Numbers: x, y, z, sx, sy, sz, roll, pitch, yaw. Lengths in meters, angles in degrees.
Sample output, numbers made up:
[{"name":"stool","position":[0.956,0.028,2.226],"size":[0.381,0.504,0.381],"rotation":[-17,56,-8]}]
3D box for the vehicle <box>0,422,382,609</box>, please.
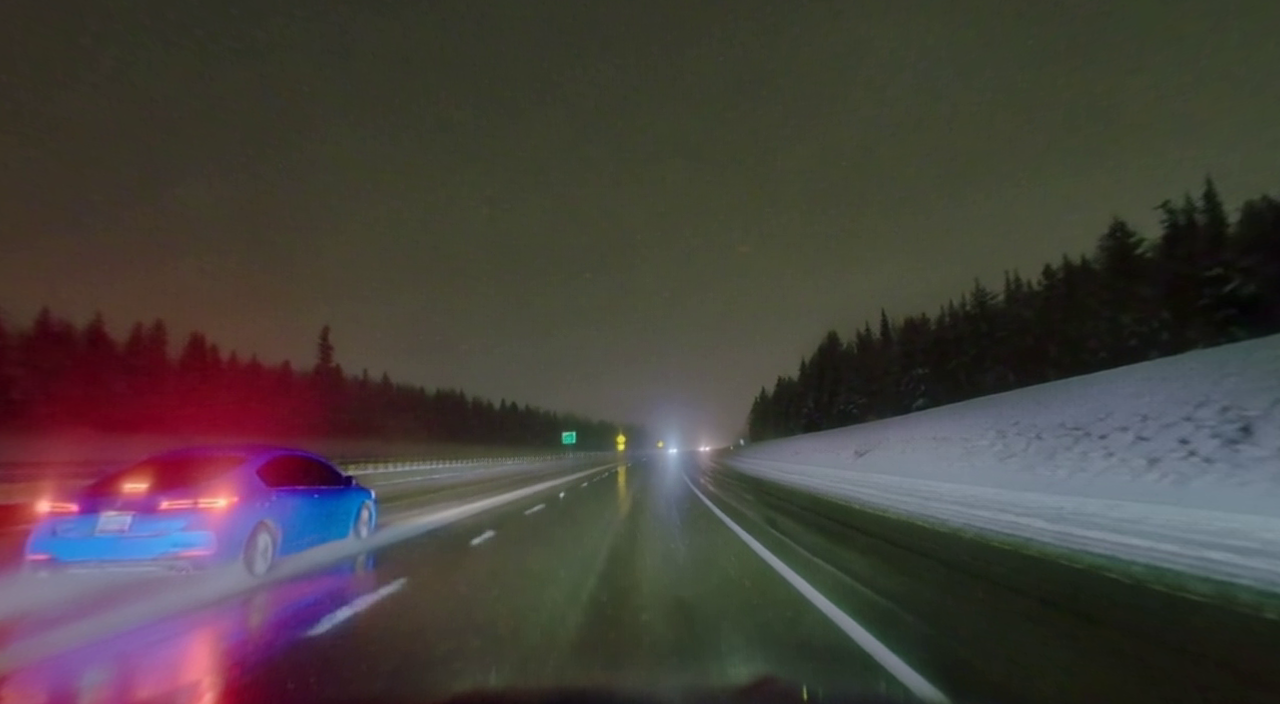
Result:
[{"name":"vehicle","position":[-4.682,1.622,7.086],"size":[1.928,1.504,3.745],"rotation":[0,-9,1]}]
